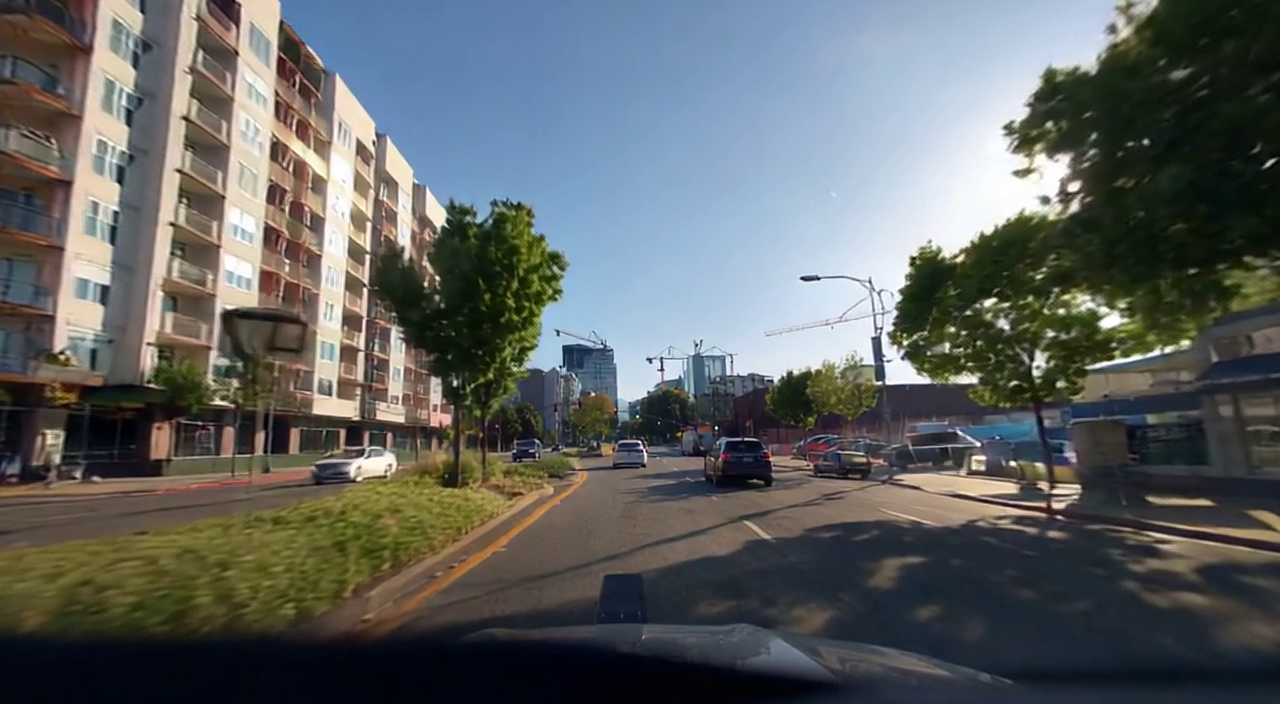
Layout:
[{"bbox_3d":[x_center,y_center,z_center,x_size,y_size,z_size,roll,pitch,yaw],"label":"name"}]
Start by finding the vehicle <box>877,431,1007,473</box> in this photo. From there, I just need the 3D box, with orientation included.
[{"bbox_3d":[13.045,4.337,27.547,4.622,1.761,1.986,0,-8,0],"label":"vehicle"}]

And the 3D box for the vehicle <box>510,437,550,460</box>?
[{"bbox_3d":[-8.140,7.172,47.155,2.072,1.623,4.564,0,-8,1],"label":"vehicle"}]

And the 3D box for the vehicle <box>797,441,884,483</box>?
[{"bbox_3d":[7.568,4.154,24.362,1.883,1.452,4.598,0,-8,0],"label":"vehicle"}]

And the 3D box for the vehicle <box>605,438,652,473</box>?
[{"bbox_3d":[-0.492,4.641,28.629,2.006,1.487,3.535,0,-8,0],"label":"vehicle"}]

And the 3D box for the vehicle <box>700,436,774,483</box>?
[{"bbox_3d":[3.312,3.735,22.282,1.910,1.474,4.003,0,-8,-1],"label":"vehicle"}]
